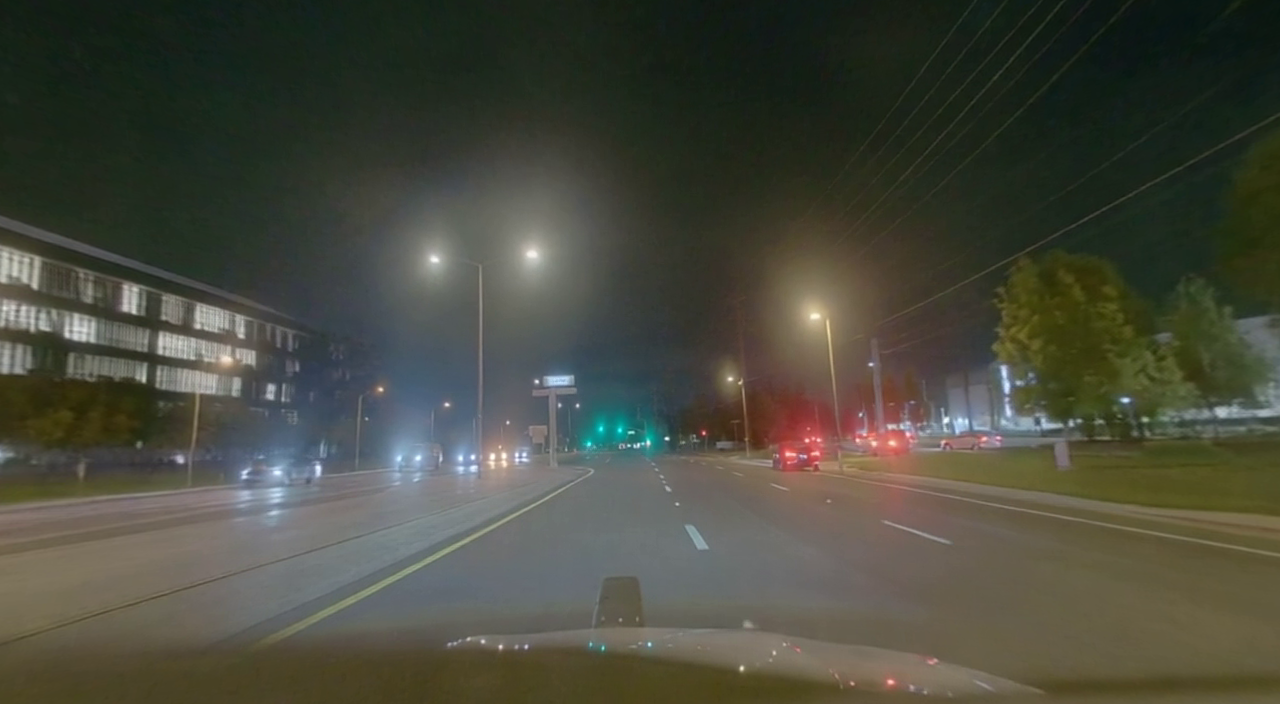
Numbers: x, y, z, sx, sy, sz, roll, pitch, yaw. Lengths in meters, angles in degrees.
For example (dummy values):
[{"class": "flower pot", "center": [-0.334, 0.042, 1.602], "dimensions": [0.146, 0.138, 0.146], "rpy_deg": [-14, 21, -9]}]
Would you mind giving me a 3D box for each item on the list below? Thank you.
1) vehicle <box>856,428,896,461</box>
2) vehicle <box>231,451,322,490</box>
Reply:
[{"class": "vehicle", "center": [16.911, 6.633, 45.366], "dimensions": [1.686, 2.284, 3.164], "rpy_deg": [0, -7, 1]}, {"class": "vehicle", "center": [-18.504, 6.003, 32.441], "dimensions": [1.980, 1.732, 4.498], "rpy_deg": [-2, -9, 1]}]
